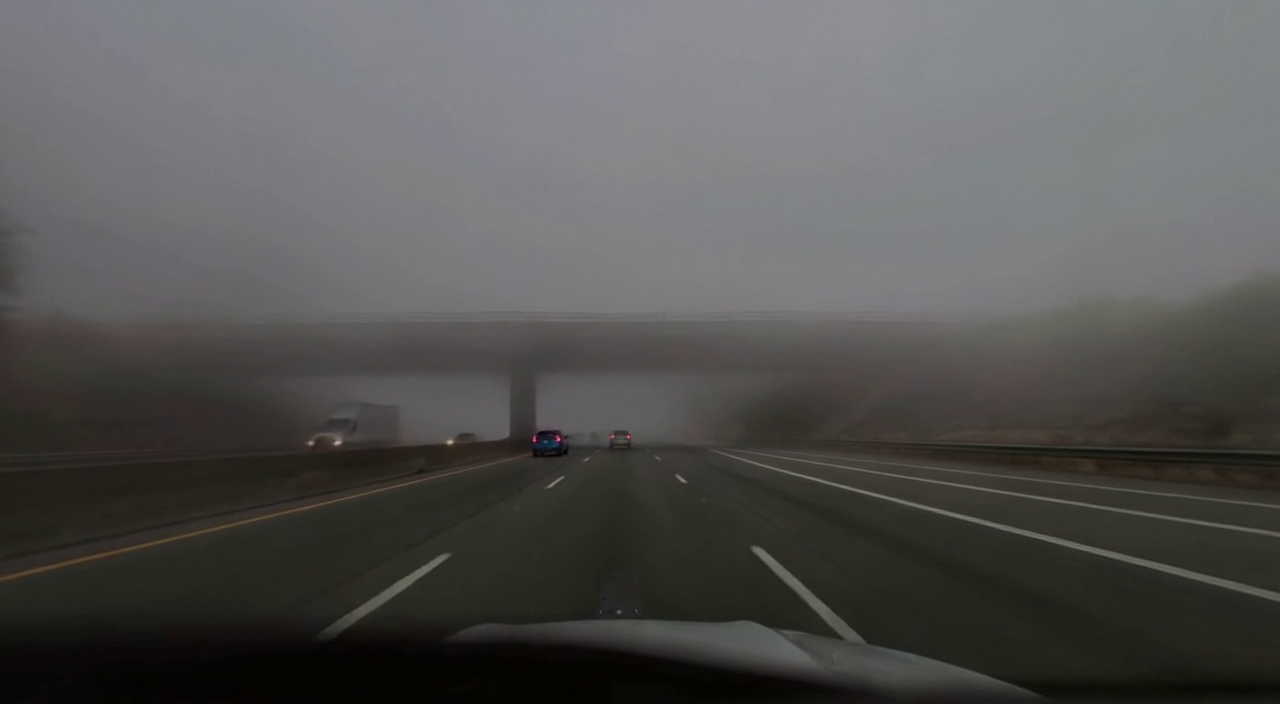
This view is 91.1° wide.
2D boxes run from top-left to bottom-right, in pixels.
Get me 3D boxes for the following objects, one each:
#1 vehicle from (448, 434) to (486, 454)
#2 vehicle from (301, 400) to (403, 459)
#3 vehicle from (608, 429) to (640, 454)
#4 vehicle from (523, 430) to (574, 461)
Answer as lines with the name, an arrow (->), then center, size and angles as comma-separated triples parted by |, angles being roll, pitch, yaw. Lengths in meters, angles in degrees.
vehicle -> -13.349, 7.128, 48.685 | 1.875, 1.479, 3.819 | 0, -8, 1
vehicle -> -20.831, 5.761, 46.322 | 2.968, 3.835, 9.465 | 0, -8, 0
vehicle -> -1.073, 6.179, 43.680 | 2.116, 1.625, 4.004 | 0, -8, 0
vehicle -> -4.804, 4.949, 33.561 | 2.017, 1.537, 4.496 | 0, -8, 0
